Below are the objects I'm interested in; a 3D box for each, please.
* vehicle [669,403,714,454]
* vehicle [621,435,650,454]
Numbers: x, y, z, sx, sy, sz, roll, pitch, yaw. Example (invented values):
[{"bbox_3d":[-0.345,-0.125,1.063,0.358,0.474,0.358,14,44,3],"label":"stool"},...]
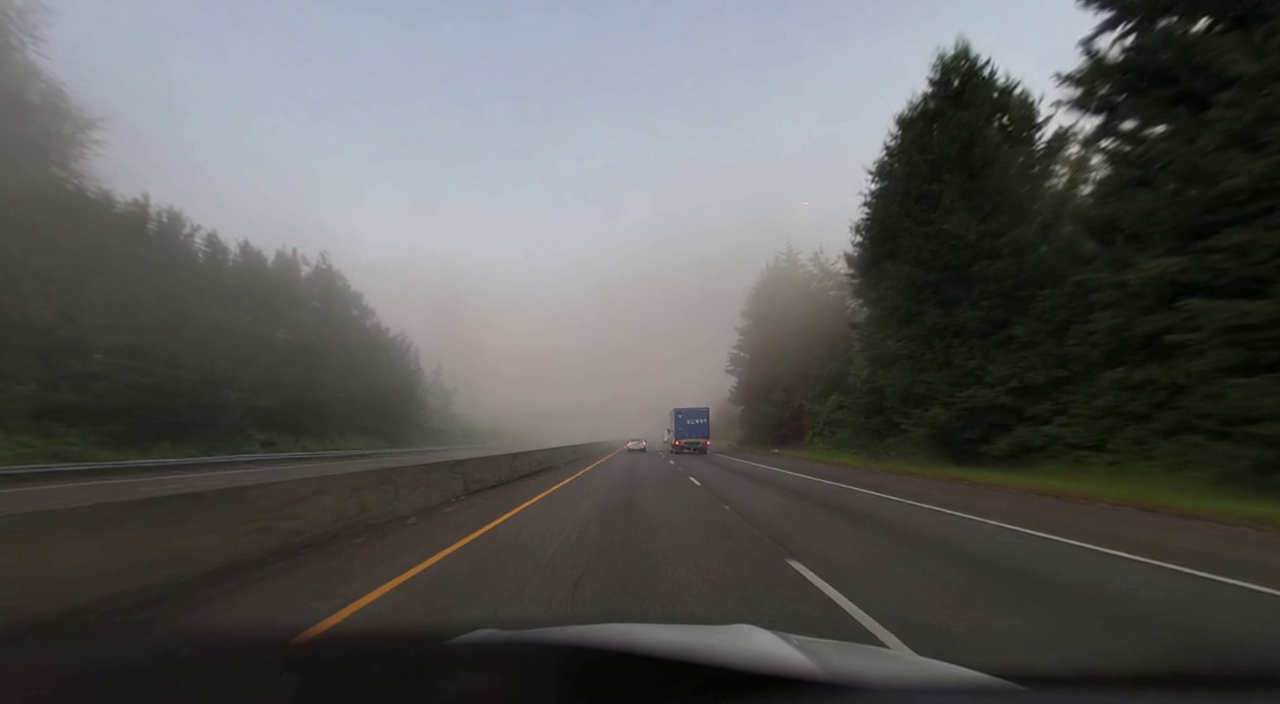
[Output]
[{"bbox_3d":[3.584,5.490,44.886,2.913,3.491,2.811,0,-8,-1],"label":"vehicle"},{"bbox_3d":[-0.327,6.829,46.807,1.996,1.325,4.029,0,-8,0],"label":"vehicle"}]
